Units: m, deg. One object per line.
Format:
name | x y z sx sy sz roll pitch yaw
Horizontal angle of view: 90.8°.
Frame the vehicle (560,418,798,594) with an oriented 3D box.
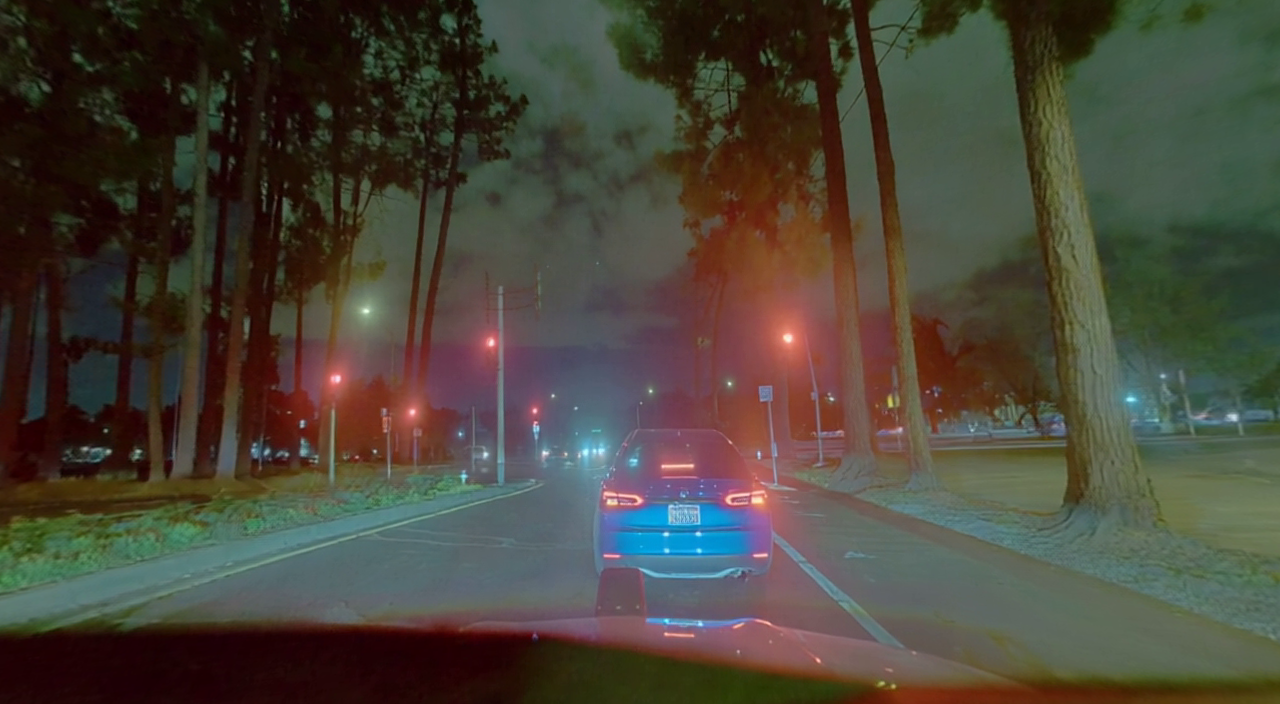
vehicle | 0.372 1.609 7.396 2.035 1.499 3.799 0 -8 1
